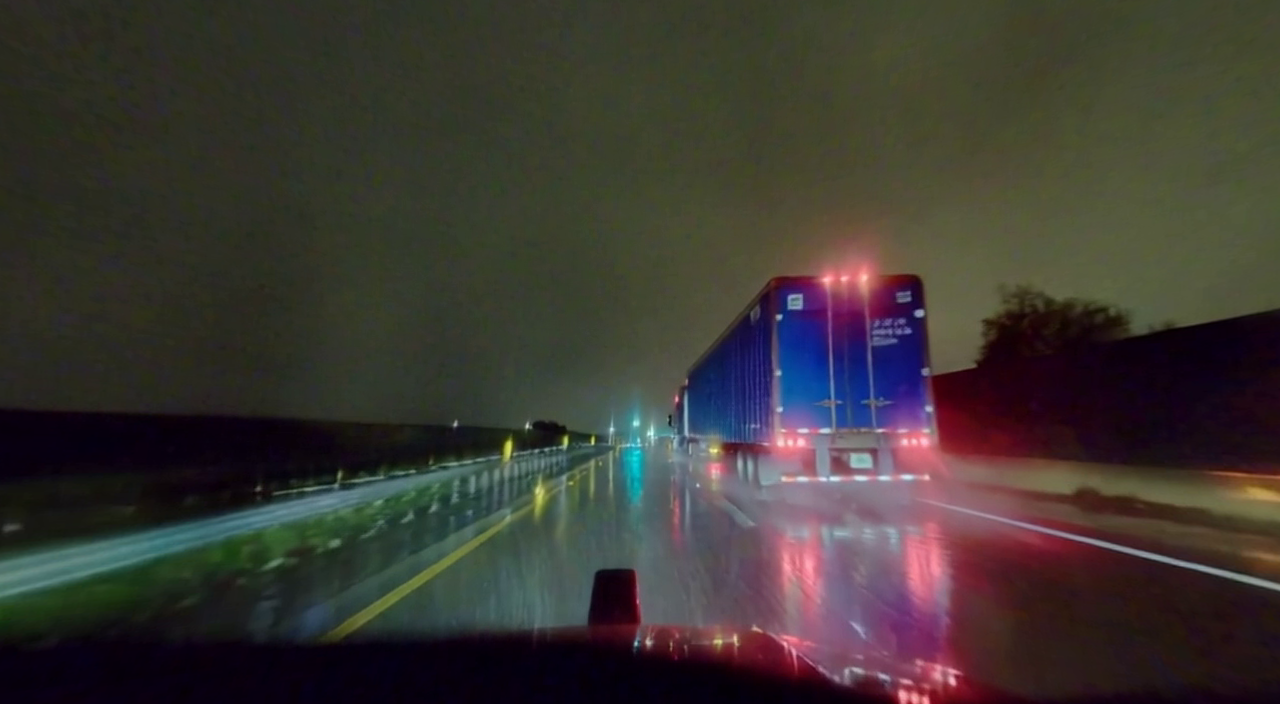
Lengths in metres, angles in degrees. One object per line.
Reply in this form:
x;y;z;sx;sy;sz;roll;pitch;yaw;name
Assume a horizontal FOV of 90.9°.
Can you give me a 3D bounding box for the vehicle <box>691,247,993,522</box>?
3.456;1.329;16.009;2.924;4.024;13.639;0;-8;-1;vehicle
